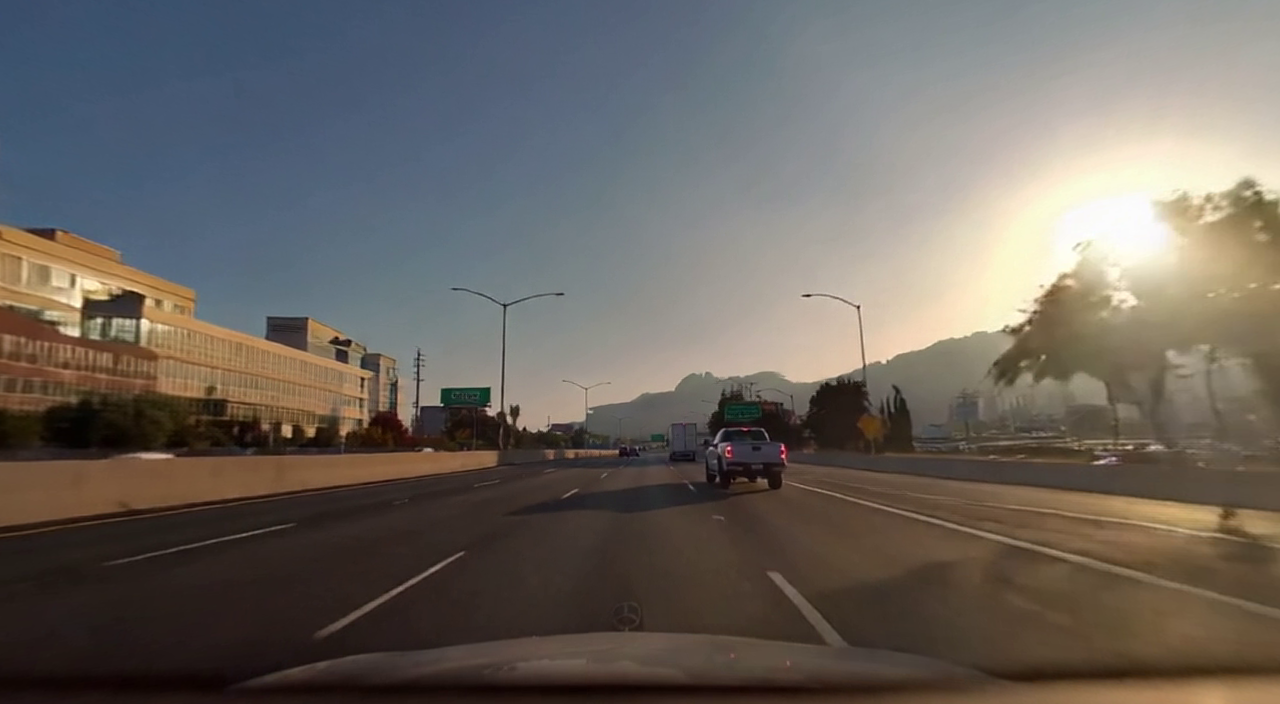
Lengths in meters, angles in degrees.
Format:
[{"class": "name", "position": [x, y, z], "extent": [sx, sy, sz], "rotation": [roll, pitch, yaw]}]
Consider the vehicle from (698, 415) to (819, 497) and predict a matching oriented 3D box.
[{"class": "vehicle", "position": [3.447, 3.250, 19.981], "extent": [2.740, 2.157, 6.300], "rotation": [0, -9, 1]}]
